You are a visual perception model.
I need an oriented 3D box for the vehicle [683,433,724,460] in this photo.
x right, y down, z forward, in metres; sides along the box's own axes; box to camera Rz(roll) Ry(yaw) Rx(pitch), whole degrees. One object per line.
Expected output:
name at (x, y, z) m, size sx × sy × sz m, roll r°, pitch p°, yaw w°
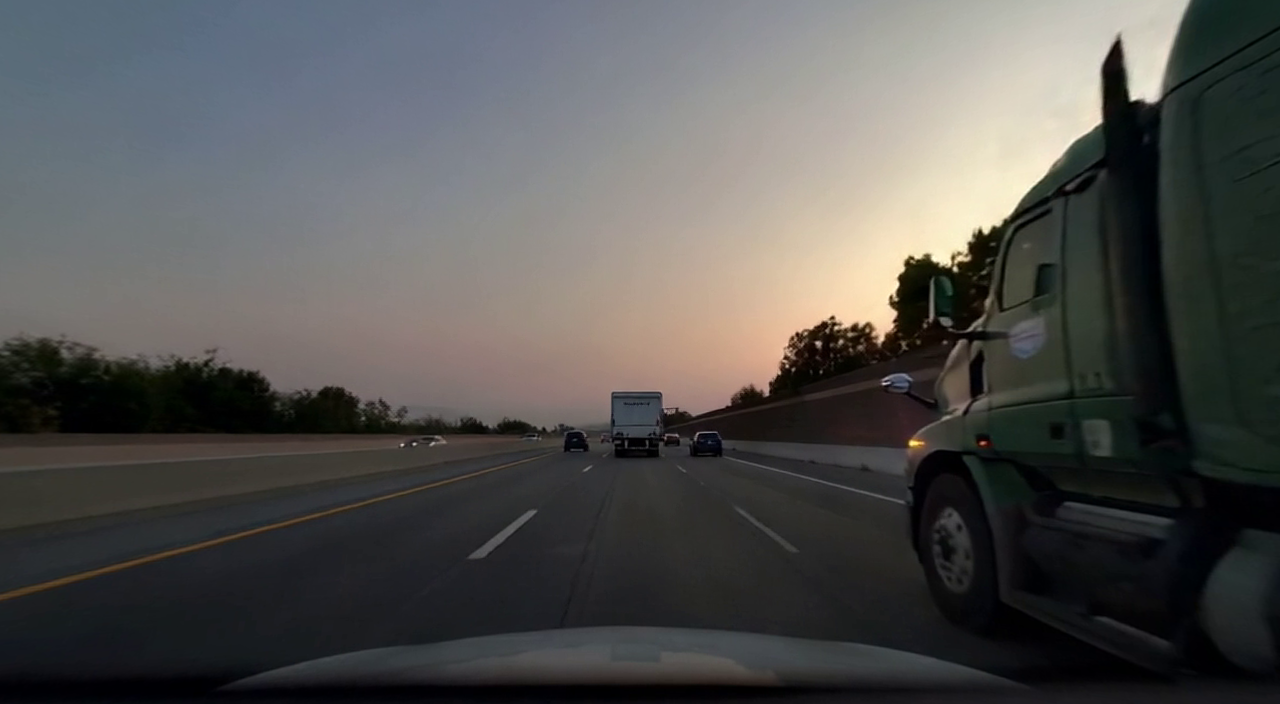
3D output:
vehicle at (3.717, 5.615, 37.699) m, size 1.910 × 1.492 × 4.324 m, roll 0°, pitch -8°, yaw -1°

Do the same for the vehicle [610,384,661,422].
vehicle at (-0.196, 2.362, 28.245) m, size 2.112 × 1.472 × 4.240 m, roll 0°, pitch -8°, yaw 0°

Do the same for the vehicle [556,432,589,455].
vehicle at (-4.969, 6.818, 46.987) m, size 2.104 × 1.575 × 4.421 m, roll 0°, pitch -8°, yaw -2°

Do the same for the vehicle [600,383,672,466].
vehicle at (-0.319, 3.896, 32.718) m, size 2.953 × 3.406 × 13.372 m, roll 0°, pitch -8°, yaw -1°
